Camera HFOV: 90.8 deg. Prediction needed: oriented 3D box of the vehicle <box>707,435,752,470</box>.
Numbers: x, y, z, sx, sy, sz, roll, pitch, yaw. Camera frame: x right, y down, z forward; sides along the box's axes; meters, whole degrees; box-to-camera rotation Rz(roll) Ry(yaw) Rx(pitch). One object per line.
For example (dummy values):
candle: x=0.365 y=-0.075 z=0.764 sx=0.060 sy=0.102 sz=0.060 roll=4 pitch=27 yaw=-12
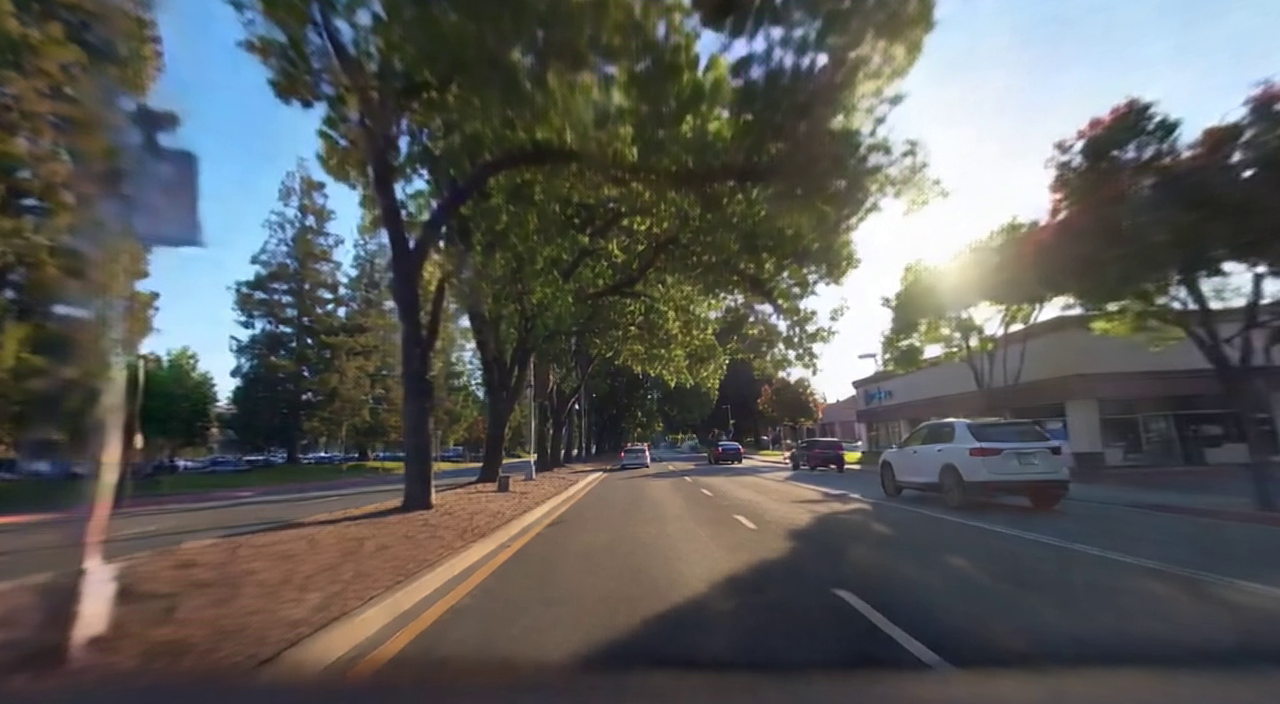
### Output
vehicle: x=5.045 y=5.731 z=36.172 sx=1.955 sy=1.845 sz=4.538 roll=0 pitch=-8 yaw=1

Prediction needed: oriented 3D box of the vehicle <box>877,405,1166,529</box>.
vehicle: x=7.066 y=2.211 z=12.804 sx=2.240 sy=1.923 sz=5.678 roll=0 pitch=-8 yaw=-1

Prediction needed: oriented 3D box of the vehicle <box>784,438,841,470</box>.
vehicle: x=10.278 y=6.115 z=38.035 sx=1.988 sy=1.783 sz=5.324 roll=0 pitch=-8 yaw=1

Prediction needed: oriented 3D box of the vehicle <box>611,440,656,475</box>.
vehicle: x=-0.290 y=5.053 z=30.505 sx=2.037 sy=1.568 sz=3.693 roll=0 pitch=-8 yaw=0
